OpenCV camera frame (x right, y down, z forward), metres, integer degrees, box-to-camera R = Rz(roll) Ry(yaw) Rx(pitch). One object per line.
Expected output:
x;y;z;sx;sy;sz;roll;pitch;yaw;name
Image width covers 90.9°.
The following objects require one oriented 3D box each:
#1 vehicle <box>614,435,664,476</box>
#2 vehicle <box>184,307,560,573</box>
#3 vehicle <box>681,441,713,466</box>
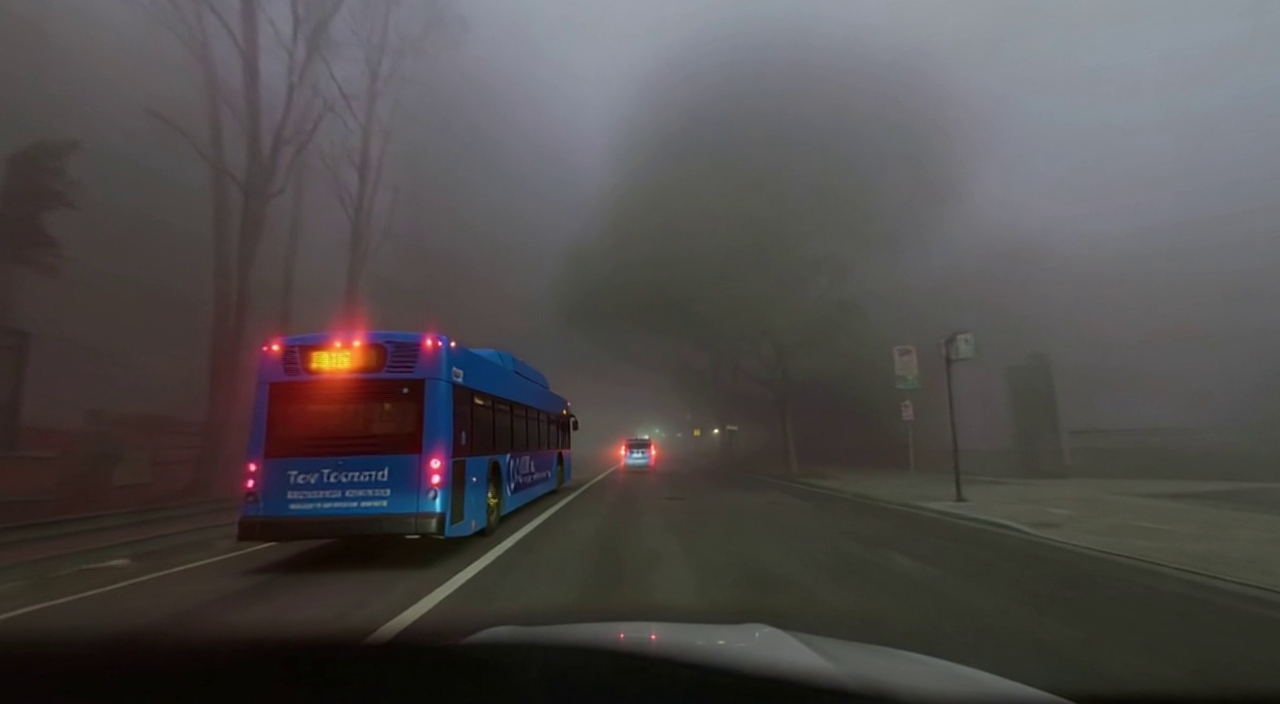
-0.020;4.664;28.622;2.120;1.727;3.917;0;-8;1;vehicle
-3.472;1.418;11.269;2.920;2.884;8.588;1;-6;0;vehicle
4.331;7.796;48.588;2.138;1.787;4.522;0;-8;2;vehicle
